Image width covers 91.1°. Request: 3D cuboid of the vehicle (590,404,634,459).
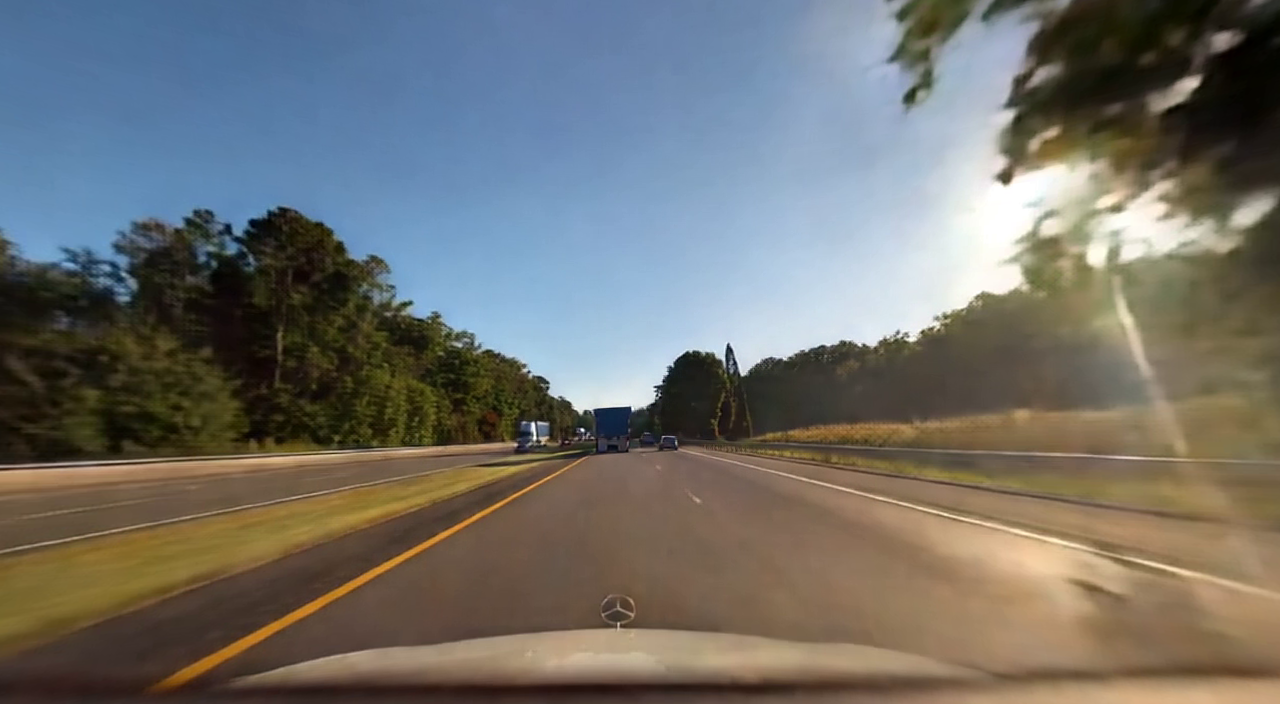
[{"bbox_3d":[-1.742,4.972,39.139,2.450,3.098,6.965,0,-8,-2],"label":"vehicle"}]
